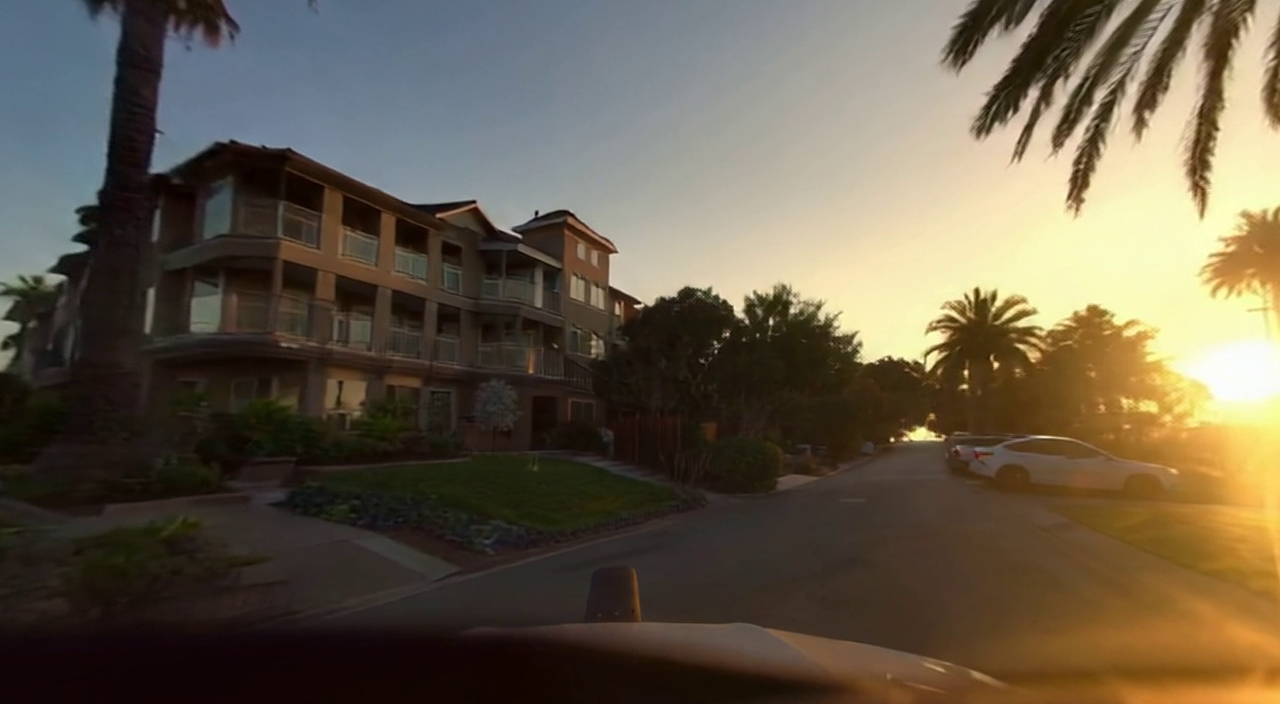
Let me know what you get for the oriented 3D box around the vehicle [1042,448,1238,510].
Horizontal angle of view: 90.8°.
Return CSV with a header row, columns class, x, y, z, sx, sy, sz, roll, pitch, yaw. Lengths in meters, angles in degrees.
class,x,y,z,sx,sy,sz,roll,pitch,yaw
vehicle,14.245,3.616,18.361,4.195,1.446,1.979,-3,-11,33
